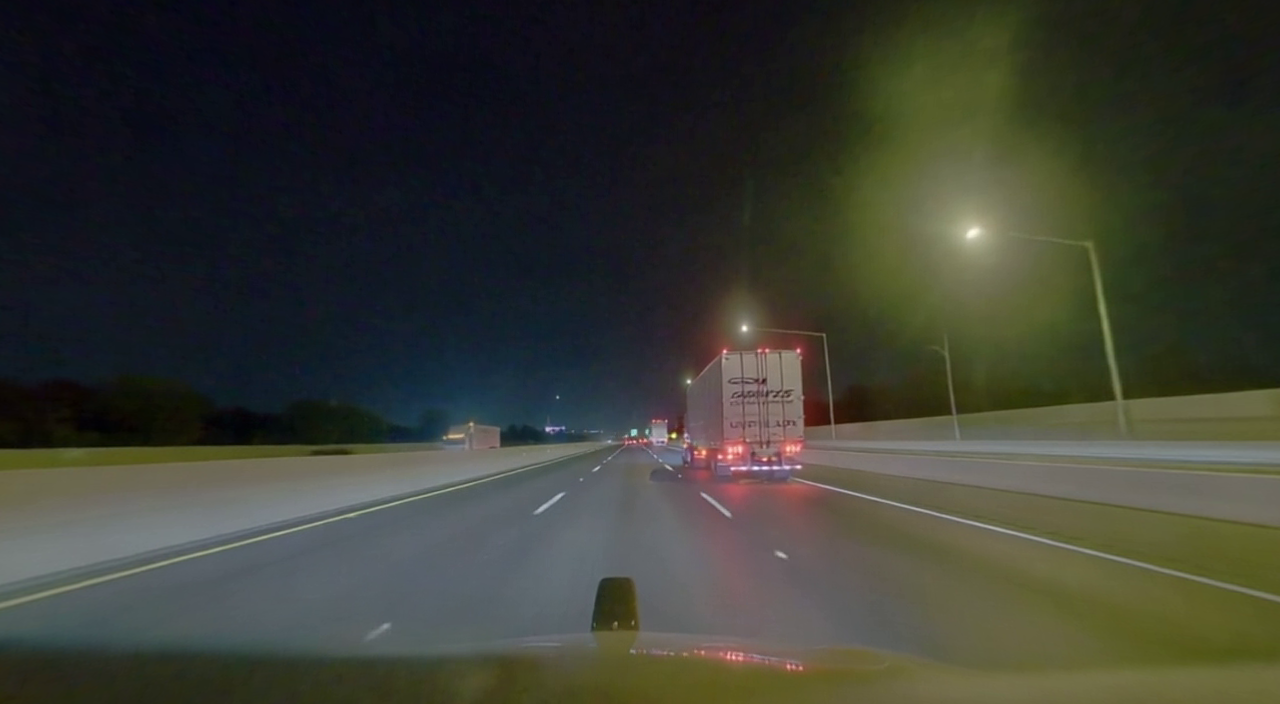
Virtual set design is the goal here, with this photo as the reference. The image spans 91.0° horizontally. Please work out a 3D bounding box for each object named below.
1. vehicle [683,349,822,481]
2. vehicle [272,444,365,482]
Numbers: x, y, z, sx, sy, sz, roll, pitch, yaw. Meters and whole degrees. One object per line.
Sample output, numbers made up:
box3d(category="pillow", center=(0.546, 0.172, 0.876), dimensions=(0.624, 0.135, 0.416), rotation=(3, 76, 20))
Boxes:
box3d(category="vehicle", center=(3.951, 2.955, 26.816), dimensions=(2.976, 4.064, 14.619), rotation=(0, -8, -1))
box3d(category="vehicle", center=(-13.542, 4.674, 26.807), dimensions=(1.901, 1.468, 3.912), rotation=(0, -8, 0))
